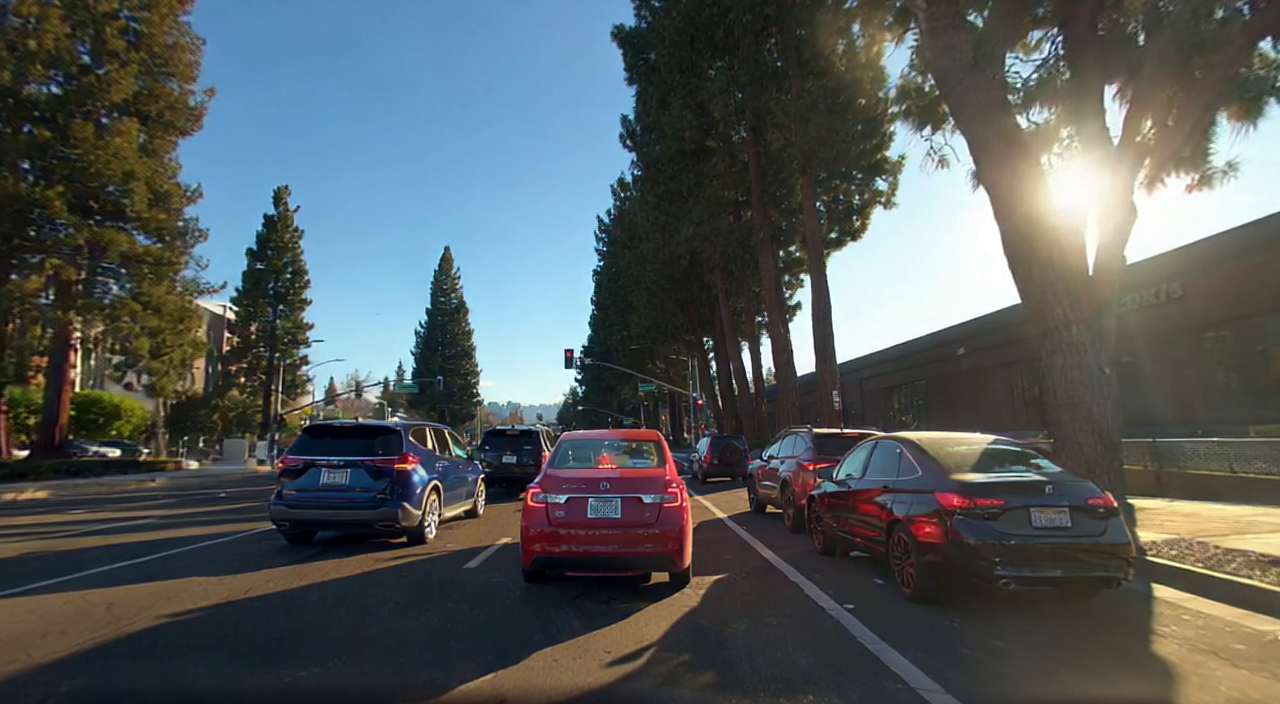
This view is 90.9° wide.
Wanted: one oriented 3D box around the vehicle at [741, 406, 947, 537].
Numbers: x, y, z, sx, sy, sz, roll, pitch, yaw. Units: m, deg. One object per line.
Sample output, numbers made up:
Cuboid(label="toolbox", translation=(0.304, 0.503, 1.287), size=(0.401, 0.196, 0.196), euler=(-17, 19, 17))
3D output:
Cuboid(label="vehicle", translation=(3.335, 2.080, 11.541), size=(2.117, 1.879, 4.715), euler=(0, -8, -1))

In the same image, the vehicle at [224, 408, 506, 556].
Cuboid(label="vehicle", translation=(-3.763, 1.886, 9.889), size=(2.141, 1.718, 4.809), euler=(0, -8, 1))

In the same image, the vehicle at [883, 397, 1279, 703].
Cuboid(label="vehicle", translation=(3.235, 1.069, 3.374), size=(2.045, 1.459, 4.462), euler=(0, -8, -1))

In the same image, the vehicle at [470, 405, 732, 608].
Cuboid(label="vehicle", translation=(-0.362, 1.583, 7.420), size=(2.114, 1.631, 4.459), euler=(0, -8, -1))
